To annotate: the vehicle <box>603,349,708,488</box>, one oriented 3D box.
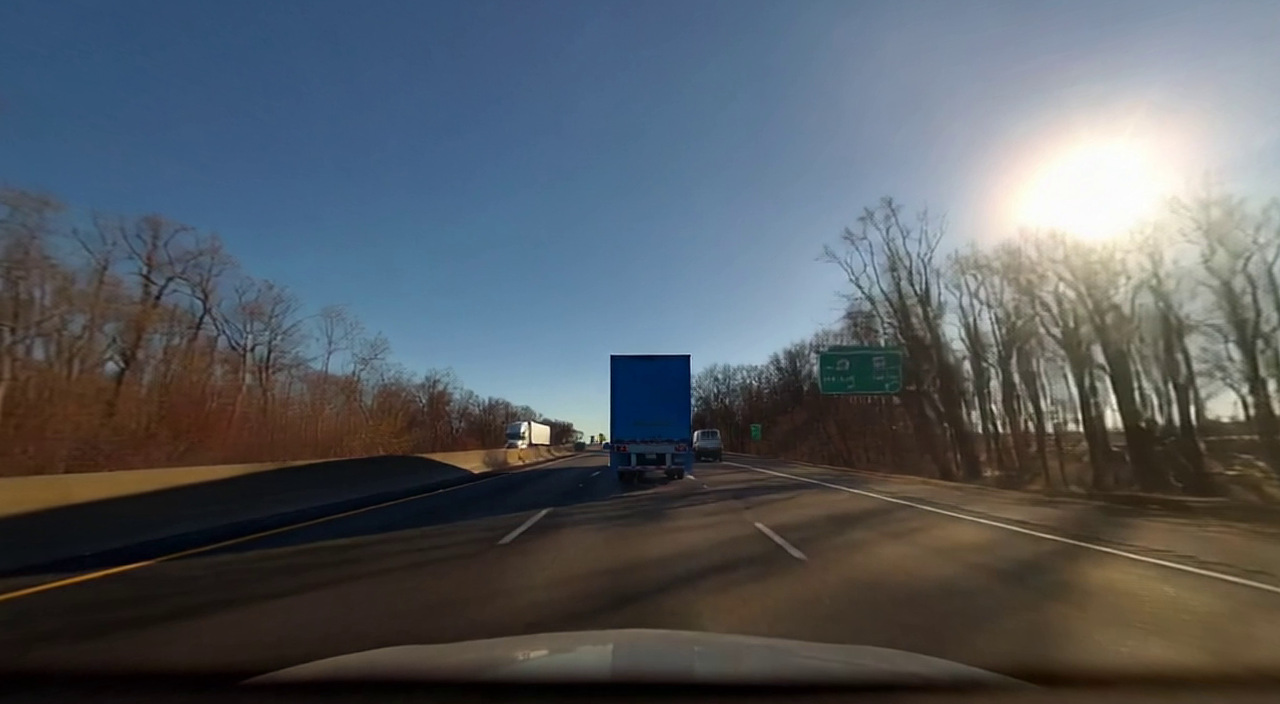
[{"bbox_3d":[0.458,2.675,23.519,3.010,4.039,10.481,0,-8,0],"label":"vehicle"}]
